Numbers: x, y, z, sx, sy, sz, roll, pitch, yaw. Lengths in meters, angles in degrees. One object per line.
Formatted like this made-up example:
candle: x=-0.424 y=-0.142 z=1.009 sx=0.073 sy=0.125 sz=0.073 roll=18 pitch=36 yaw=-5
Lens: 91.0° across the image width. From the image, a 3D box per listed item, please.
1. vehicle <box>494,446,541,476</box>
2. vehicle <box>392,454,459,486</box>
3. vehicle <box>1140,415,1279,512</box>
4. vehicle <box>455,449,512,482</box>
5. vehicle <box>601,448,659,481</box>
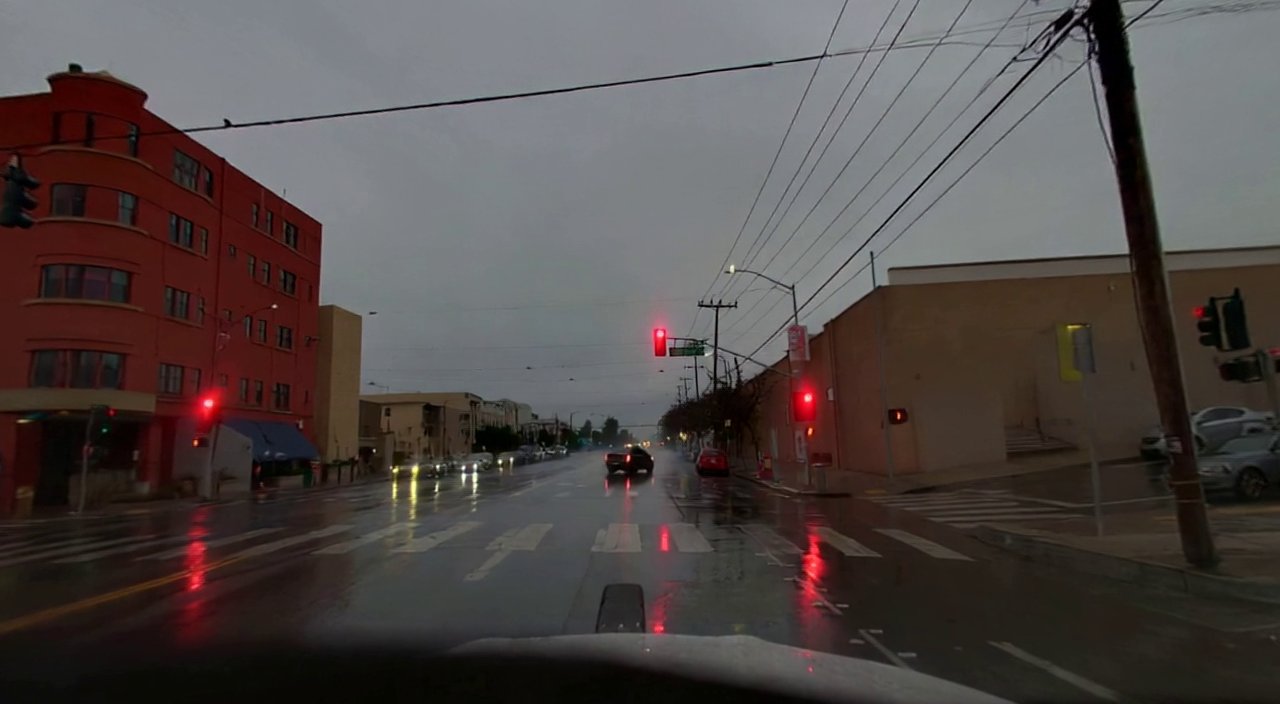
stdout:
vehicle: x=-8.195 y=7.316 z=42.578 sx=2.096 sy=1.830 sz=4.752 roll=0 pitch=-9 yaw=2
vehicle: x=-12.005 y=6.601 z=35.591 sx=1.943 sy=1.574 sz=4.727 roll=0 pitch=-9 yaw=3
vehicle: x=12.653 y=2.207 z=12.755 sx=3.234 sy=1.746 sz=1.941 roll=-2 pitch=-10 yaw=1
vehicle: x=-8.703 y=6.324 z=35.297 sx=2.020 sy=1.672 sz=3.842 roll=0 pitch=-9 yaw=3
vehicle: x=-0.461 y=6.022 z=34.016 sx=2.120 sy=1.650 sz=4.525 roll=-2 pitch=-9 yaw=13
